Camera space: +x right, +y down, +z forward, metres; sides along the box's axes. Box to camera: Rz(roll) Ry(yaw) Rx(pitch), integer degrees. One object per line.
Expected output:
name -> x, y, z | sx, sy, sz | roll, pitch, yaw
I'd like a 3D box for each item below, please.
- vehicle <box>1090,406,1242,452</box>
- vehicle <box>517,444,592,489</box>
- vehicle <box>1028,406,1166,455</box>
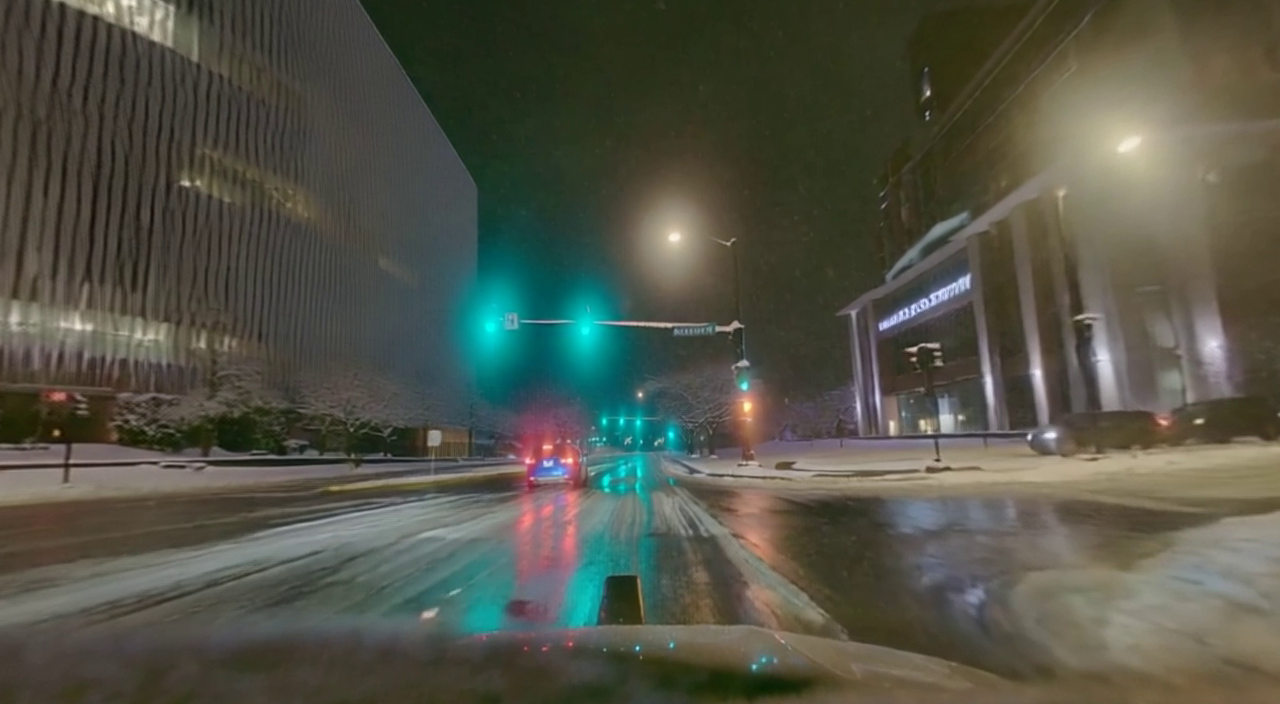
vehicle -> 19.291, 2.907, 23.385 | 2.004, 1.530, 4.158 | 0, -9, 0
vehicle -> -3.004, 4.132, 23.107 | 1.971, 1.486, 4.380 | -1, -9, 3
vehicle -> 16.699, 2.958, 23.327 | 1.851, 1.594, 4.324 | 0, -9, 0
